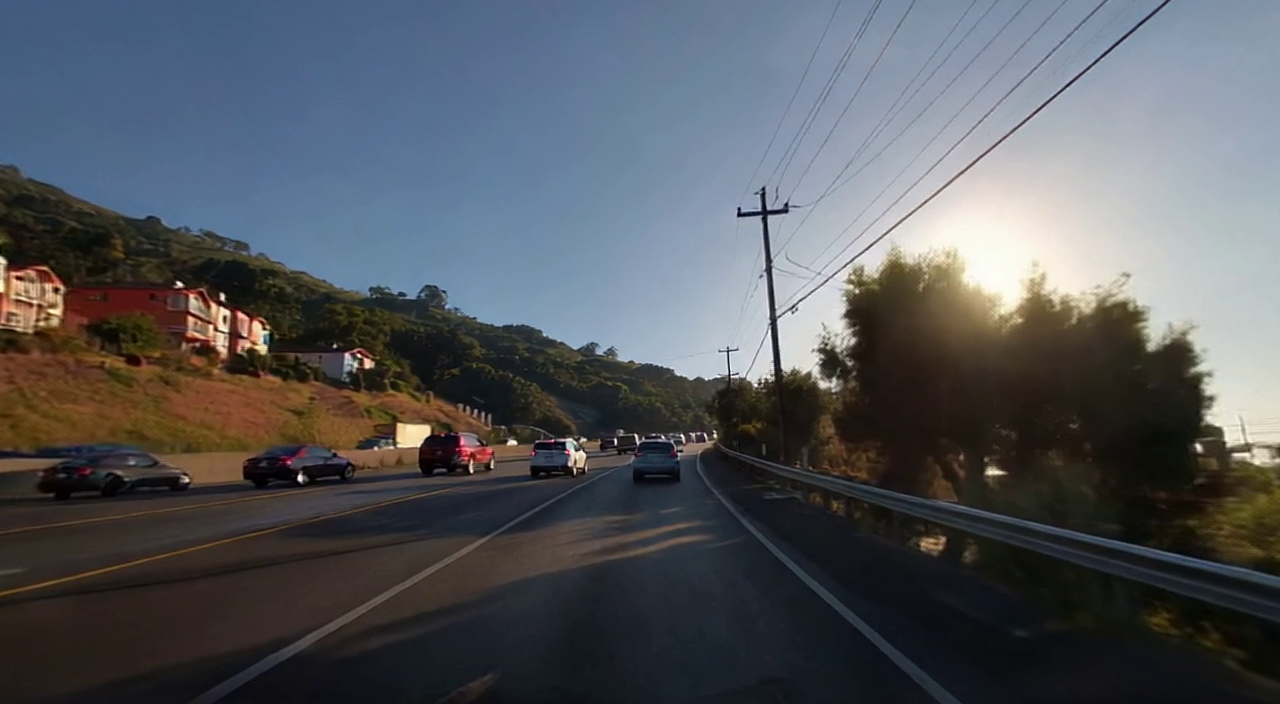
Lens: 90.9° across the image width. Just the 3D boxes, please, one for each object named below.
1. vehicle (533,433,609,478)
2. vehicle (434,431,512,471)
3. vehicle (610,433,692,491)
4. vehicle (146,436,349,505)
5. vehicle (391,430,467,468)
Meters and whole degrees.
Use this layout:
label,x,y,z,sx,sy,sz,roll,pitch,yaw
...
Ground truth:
label,x,y,z,sx,sy,sz,roll,pitch,yaw
vehicle,-2.660,4.126,25.478,2.121,1.639,4.383,-1,-8,6
vehicle,-8.125,4.862,31.160,2.080,1.833,4.461,-1,-8,8
vehicle,0.386,3.150,18.425,2.109,1.495,3.935,-1,-8,3
vehicle,-9.618,2.905,16.000,1.959,1.469,4.450,-1,-8,6
vehicle,-11.775,5.474,35.593,2.105,1.971,4.868,-1,-8,7
